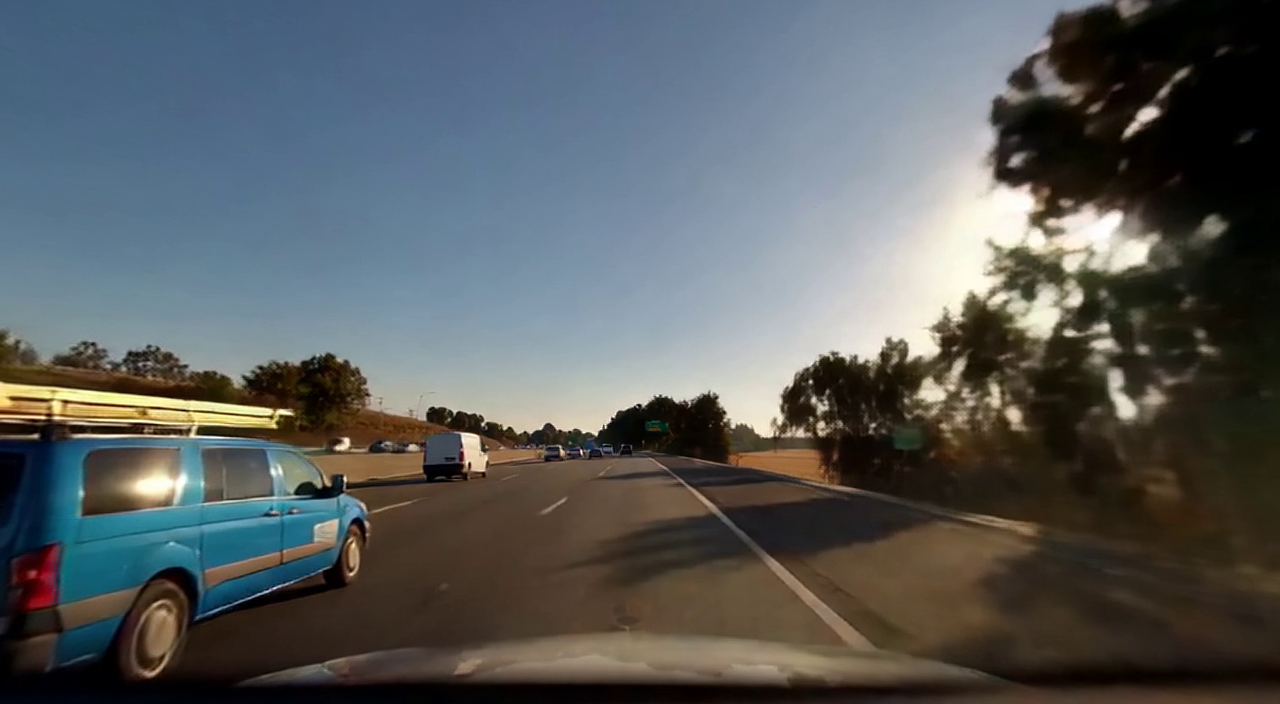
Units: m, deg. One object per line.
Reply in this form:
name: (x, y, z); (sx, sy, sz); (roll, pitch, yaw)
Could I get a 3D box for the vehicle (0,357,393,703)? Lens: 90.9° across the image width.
vehicle: (-3.651, 1.112, 4.179); (2.040, 1.679, 4.865); (0, -9, 0)

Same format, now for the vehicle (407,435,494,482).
vehicle: (-7.680, 4.349, 26.071); (2.093, 1.752, 4.771); (0, -9, 0)
